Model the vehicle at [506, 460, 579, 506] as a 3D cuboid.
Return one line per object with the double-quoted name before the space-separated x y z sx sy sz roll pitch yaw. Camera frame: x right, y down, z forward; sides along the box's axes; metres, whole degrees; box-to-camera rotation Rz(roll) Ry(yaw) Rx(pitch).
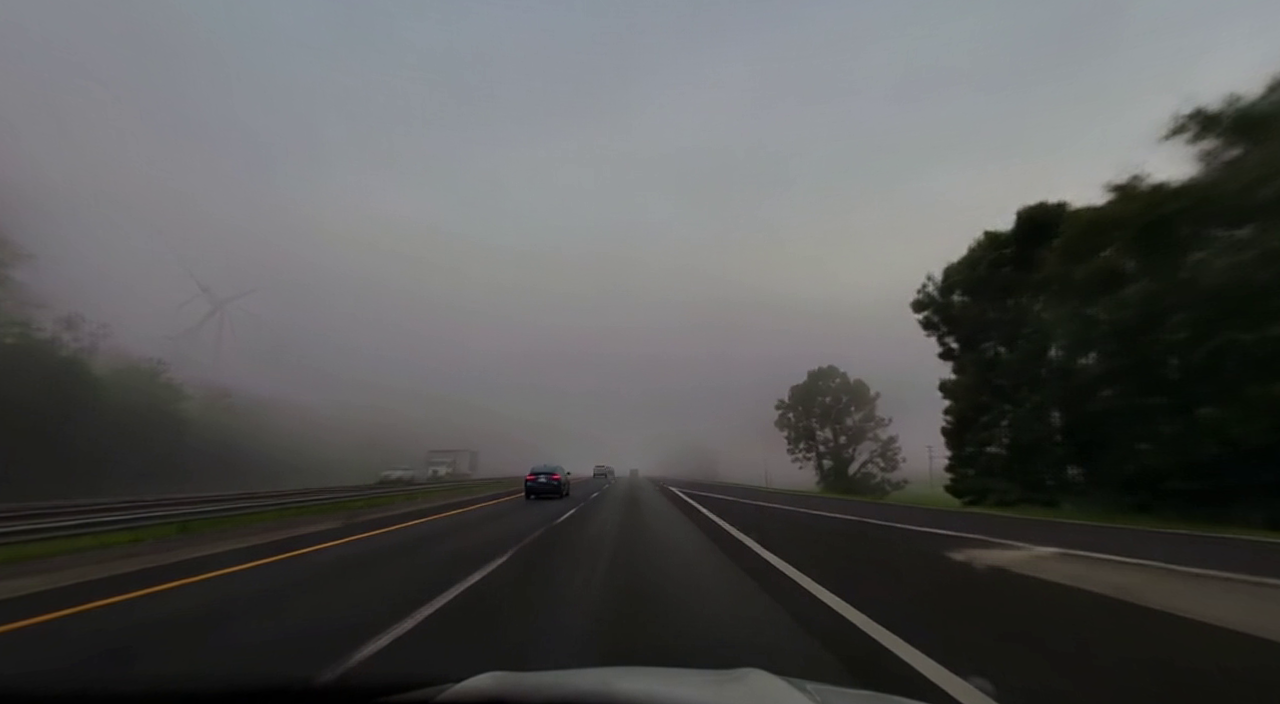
"vehicle" -3.495 4.795 23.272 2.001 1.486 4.104 1 -10 0
